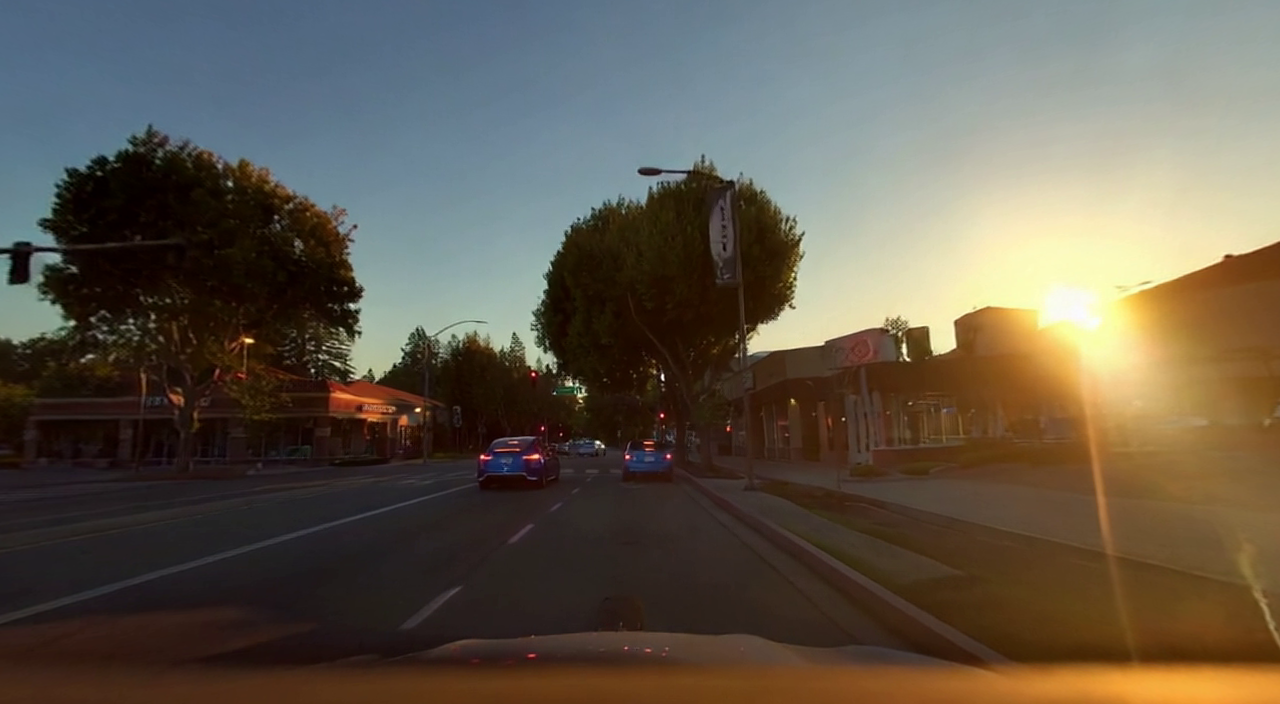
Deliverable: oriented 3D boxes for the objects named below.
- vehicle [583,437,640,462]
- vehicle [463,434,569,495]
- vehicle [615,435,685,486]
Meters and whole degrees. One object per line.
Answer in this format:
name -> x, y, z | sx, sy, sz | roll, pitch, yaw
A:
vehicle -> -1.977, 6.949, 45.085 | 1.966, 1.689, 4.541 | -5, -10, 28
vehicle -> -3.282, 3.097, 17.748 | 2.032, 1.467, 4.411 | 0, -8, 1
vehicle -> 0.276, 3.475, 20.566 | 2.059, 1.456, 4.047 | 0, -8, 0
